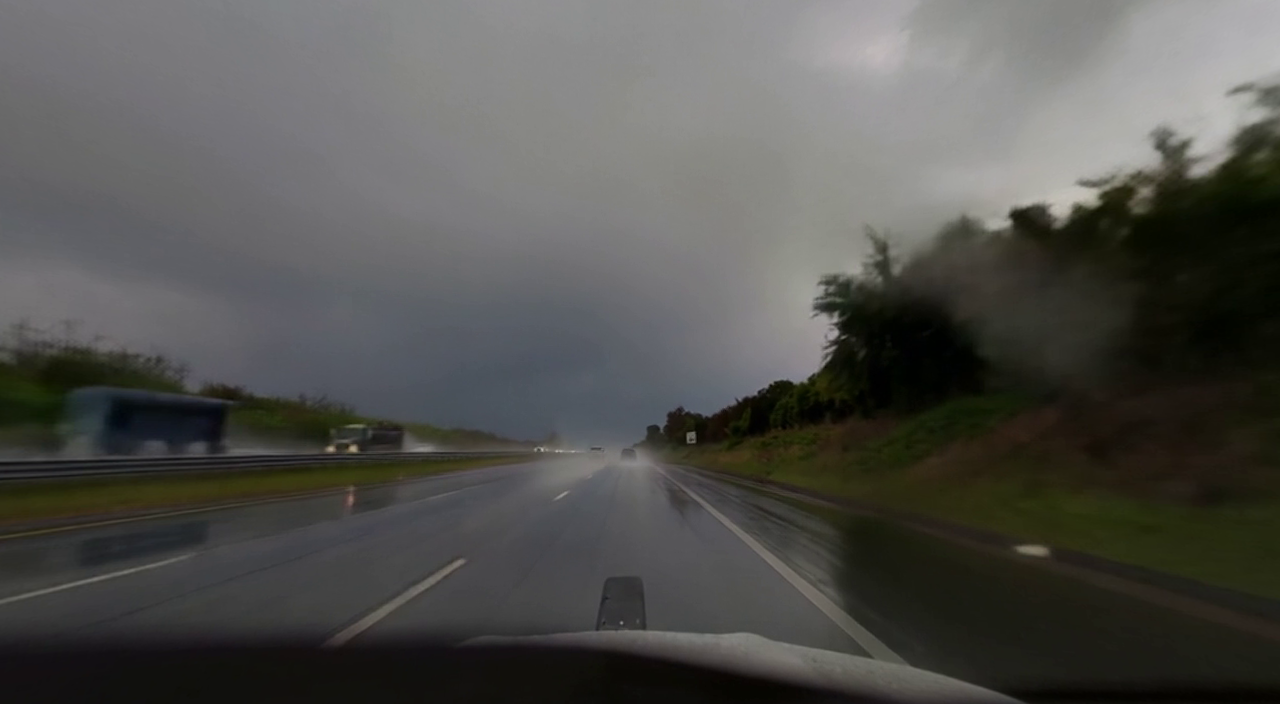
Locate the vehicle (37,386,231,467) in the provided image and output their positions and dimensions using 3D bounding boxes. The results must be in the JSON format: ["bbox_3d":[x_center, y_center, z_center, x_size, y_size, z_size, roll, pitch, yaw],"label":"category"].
[{"bbox_3d":[-23.439,3.674,29.994,2.632,3.352,7.766,0,-9,0],"label":"vehicle"}]

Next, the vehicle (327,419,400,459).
[{"bbox_3d":[-19.767,6.344,45.501,2.337,2.638,6.419,0,-9,-1],"label":"vehicle"}]
